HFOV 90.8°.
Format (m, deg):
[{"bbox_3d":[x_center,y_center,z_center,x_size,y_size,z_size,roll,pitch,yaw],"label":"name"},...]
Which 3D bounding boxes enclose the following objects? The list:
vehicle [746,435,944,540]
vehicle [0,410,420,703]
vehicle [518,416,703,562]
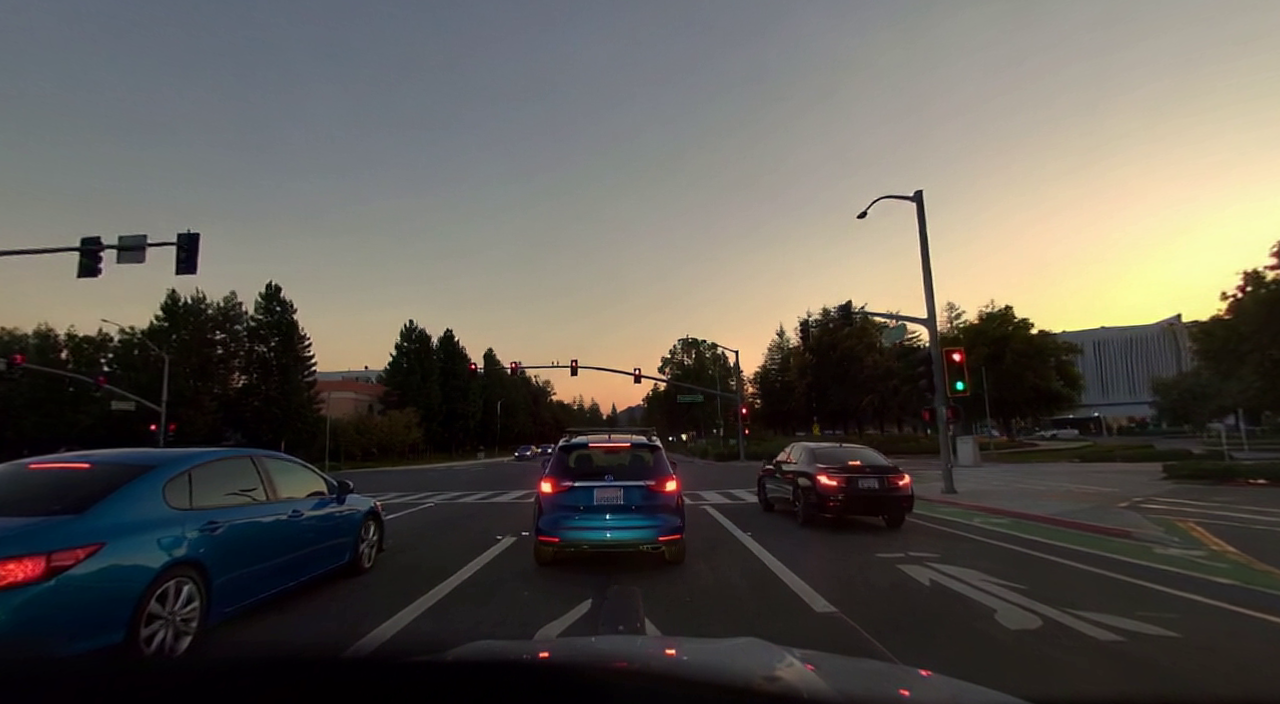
[{"bbox_3d":[3.274,2.249,11.209,1.970,1.449,4.433,0,-8,-1],"label":"vehicle"},{"bbox_3d":[-3.577,1.326,5.024,2.052,1.472,4.479,0,-8,0],"label":"vehicle"},{"bbox_3d":[-0.344,1.802,8.978,2.038,1.599,3.844,0,-8,-1],"label":"vehicle"}]
